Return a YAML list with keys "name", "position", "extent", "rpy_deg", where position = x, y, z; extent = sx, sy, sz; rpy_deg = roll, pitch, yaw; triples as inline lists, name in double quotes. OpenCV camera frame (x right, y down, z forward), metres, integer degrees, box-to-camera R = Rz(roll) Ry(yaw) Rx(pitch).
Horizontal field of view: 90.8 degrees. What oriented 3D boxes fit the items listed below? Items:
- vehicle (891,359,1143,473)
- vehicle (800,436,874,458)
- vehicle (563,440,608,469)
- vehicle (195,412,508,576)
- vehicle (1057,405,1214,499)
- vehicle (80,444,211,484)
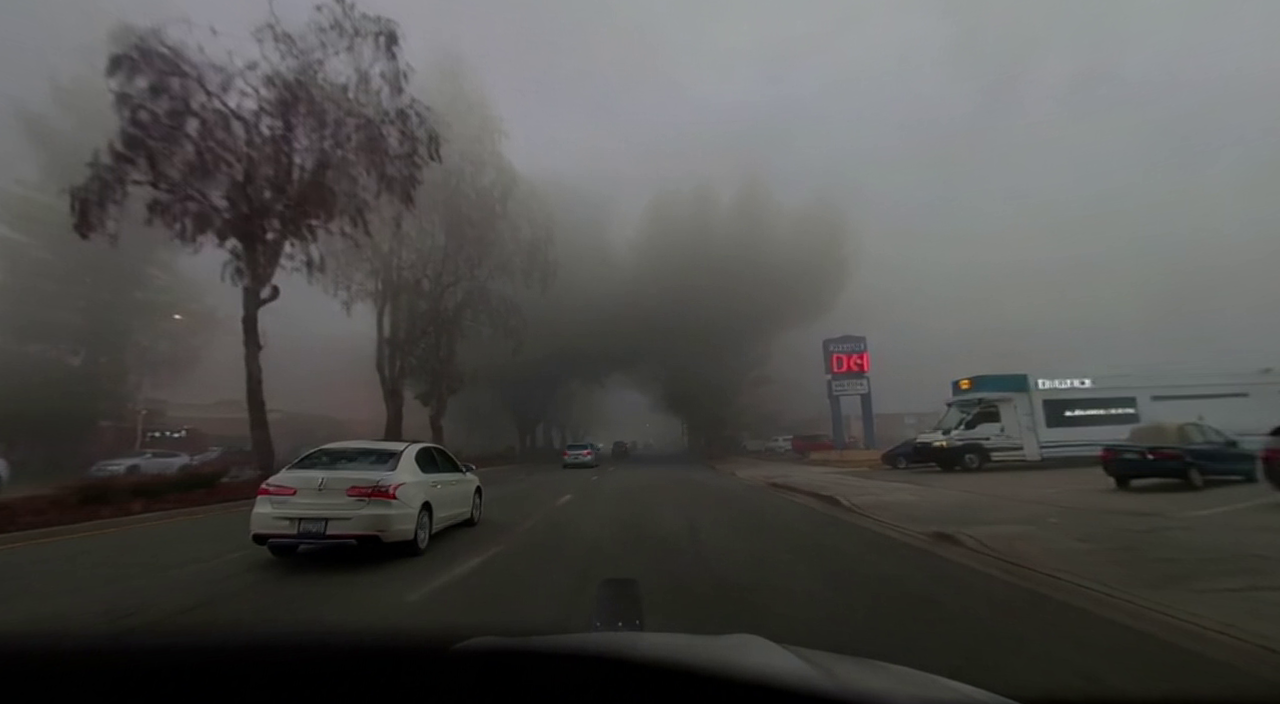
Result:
- name: "vehicle"
  position: [15.199, 2.688, 26.041]
  extent: [8.300, 4.310, 2.832]
  rpy_deg: [-1, -9, 1]
- name: "vehicle"
  position: [14.298, 6.890, 45.941]
  extent: [4.697, 1.518, 1.990]
  rpy_deg: [0, -8, -2]
- name: "vehicle"
  position: [-2.966, 5.678, 35.042]
  extent: [1.955, 1.461, 4.396]
  rpy_deg: [0, -9, 2]
- name: "vehicle"
  position: [-3.437, 1.805, 8.803]
  extent: [2.126, 1.655, 4.560]
  rpy_deg: [0, -9, 1]
- name: "vehicle"
  position: [11.895, 2.350, 15.004]
  extent: [5.297, 1.843, 2.097]
  rpy_deg: [8, -12, -44]
- name: "vehicle"
  position: [-25.575, 5.787, 33.058]
  extent: [2.258, 1.896, 5.595]
  rpy_deg: [0, -9, 1]
